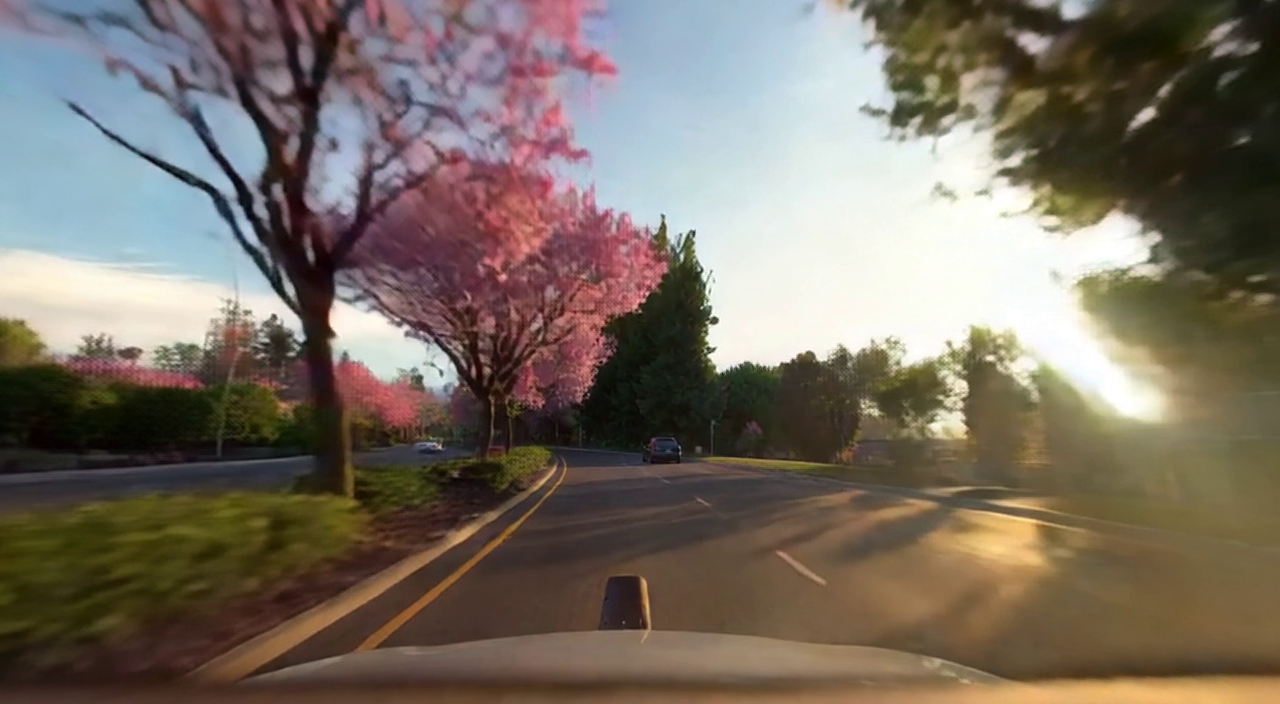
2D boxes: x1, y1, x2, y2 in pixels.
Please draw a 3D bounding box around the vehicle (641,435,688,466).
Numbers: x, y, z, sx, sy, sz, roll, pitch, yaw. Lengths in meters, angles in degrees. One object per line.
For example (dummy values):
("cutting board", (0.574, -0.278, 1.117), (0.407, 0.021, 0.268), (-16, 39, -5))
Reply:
("vehicle", (1.482, 6.214, 39.793), (2.166, 1.828, 4.607), (1, -9, -8))
